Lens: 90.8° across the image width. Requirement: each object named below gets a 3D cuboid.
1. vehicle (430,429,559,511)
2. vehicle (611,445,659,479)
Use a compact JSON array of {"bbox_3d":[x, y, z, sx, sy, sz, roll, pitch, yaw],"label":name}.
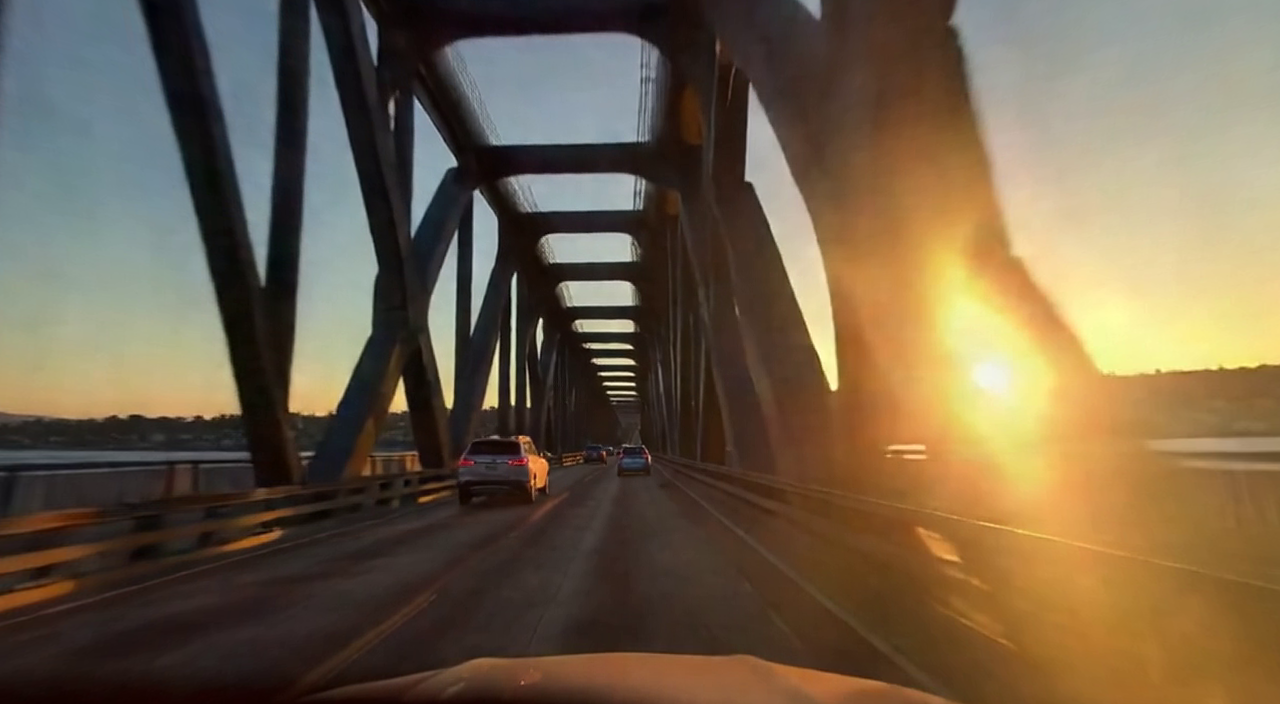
[{"bbox_3d":[-3.584,3.019,16.607,2.190,1.807,4.741,-1,-9,1],"label":"vehicle"},{"bbox_3d":[-0.254,5.060,29.248,2.048,1.450,3.973,-1,-9,-1],"label":"vehicle"}]
